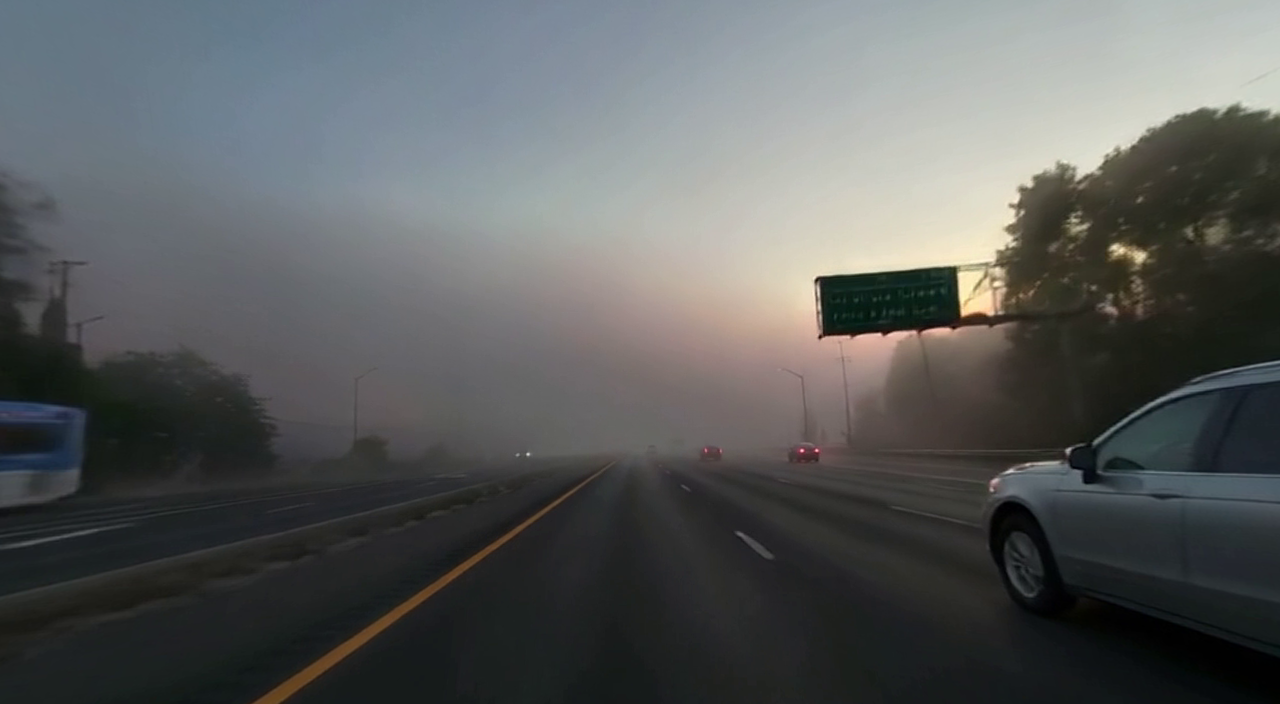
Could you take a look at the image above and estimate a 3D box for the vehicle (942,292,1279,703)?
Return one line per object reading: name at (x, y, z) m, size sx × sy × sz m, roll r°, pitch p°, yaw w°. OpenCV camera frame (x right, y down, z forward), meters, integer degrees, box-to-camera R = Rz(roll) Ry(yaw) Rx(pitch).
vehicle at (3.511, 0.720, 2.450) m, size 2.207 × 1.850 × 4.875 m, roll 0°, pitch -9°, yaw 0°
